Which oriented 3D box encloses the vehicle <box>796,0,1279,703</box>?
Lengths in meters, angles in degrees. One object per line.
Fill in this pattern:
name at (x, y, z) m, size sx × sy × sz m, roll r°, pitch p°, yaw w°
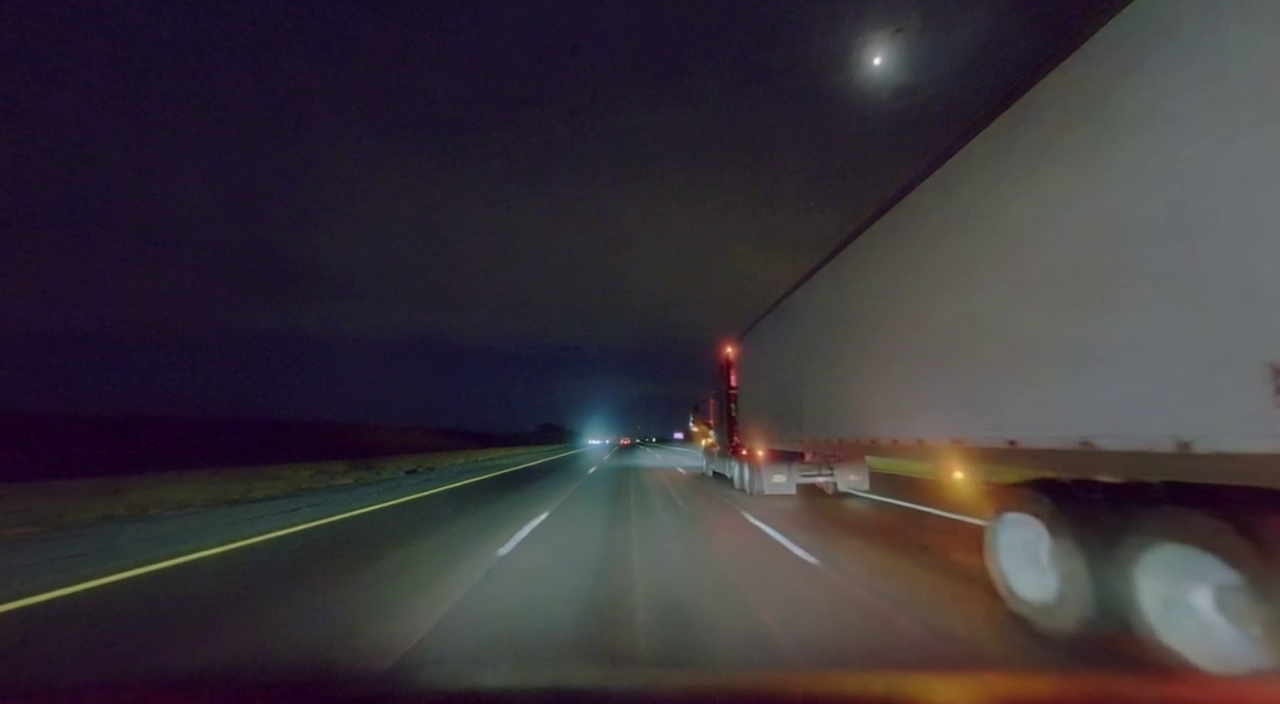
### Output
vehicle at (4.301, 0.198, 6.628) m, size 2.880 × 3.986 × 9.103 m, roll 0°, pitch -8°, yaw 0°
